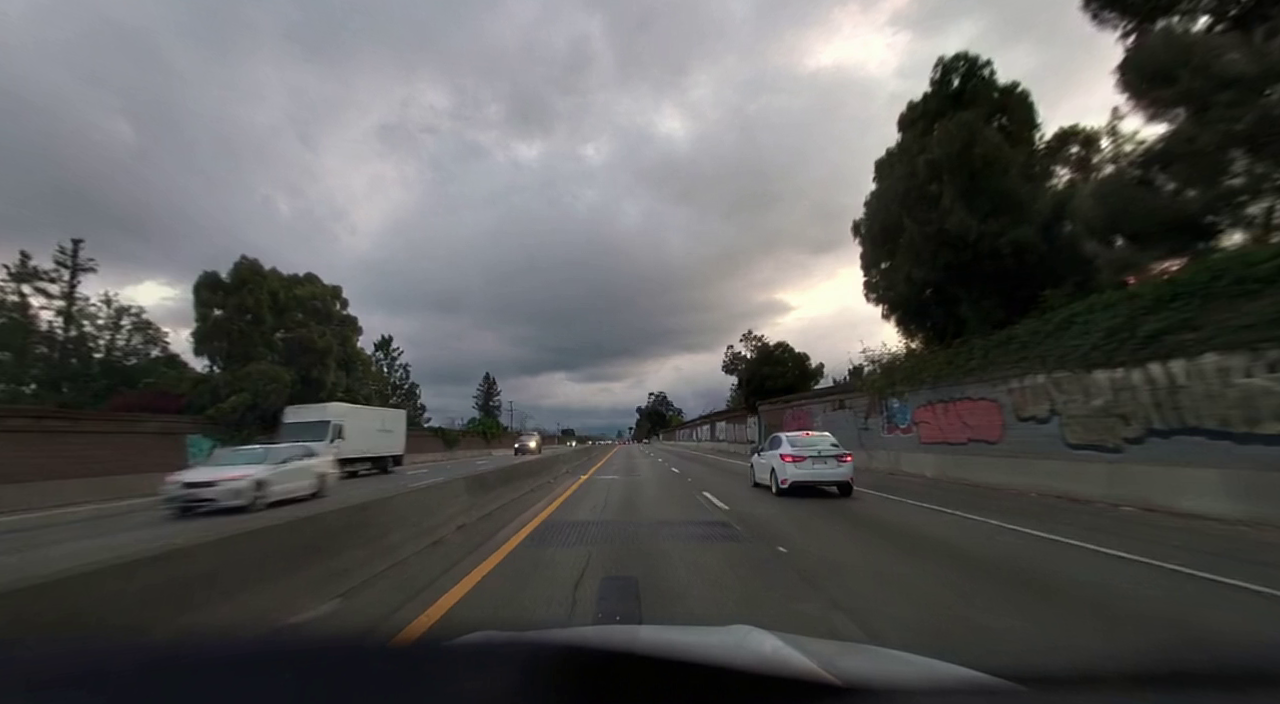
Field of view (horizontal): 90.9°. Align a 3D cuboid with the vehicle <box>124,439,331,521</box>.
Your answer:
[{"bbox_3d":[-9.367,2.873,14.871,1.974,1.602,4.303,0,-8,-1],"label":"vehicle"}]

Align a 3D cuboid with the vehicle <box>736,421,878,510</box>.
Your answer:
[{"bbox_3d":[3.225,2.249,12.962,1.841,1.556,3.618,0,-8,-1],"label":"vehicle"}]

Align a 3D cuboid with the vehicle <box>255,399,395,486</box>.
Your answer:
[{"bbox_3d":[-13.812,4.052,28.419,2.817,3.428,6.773,0,-8,-1],"label":"vehicle"}]
